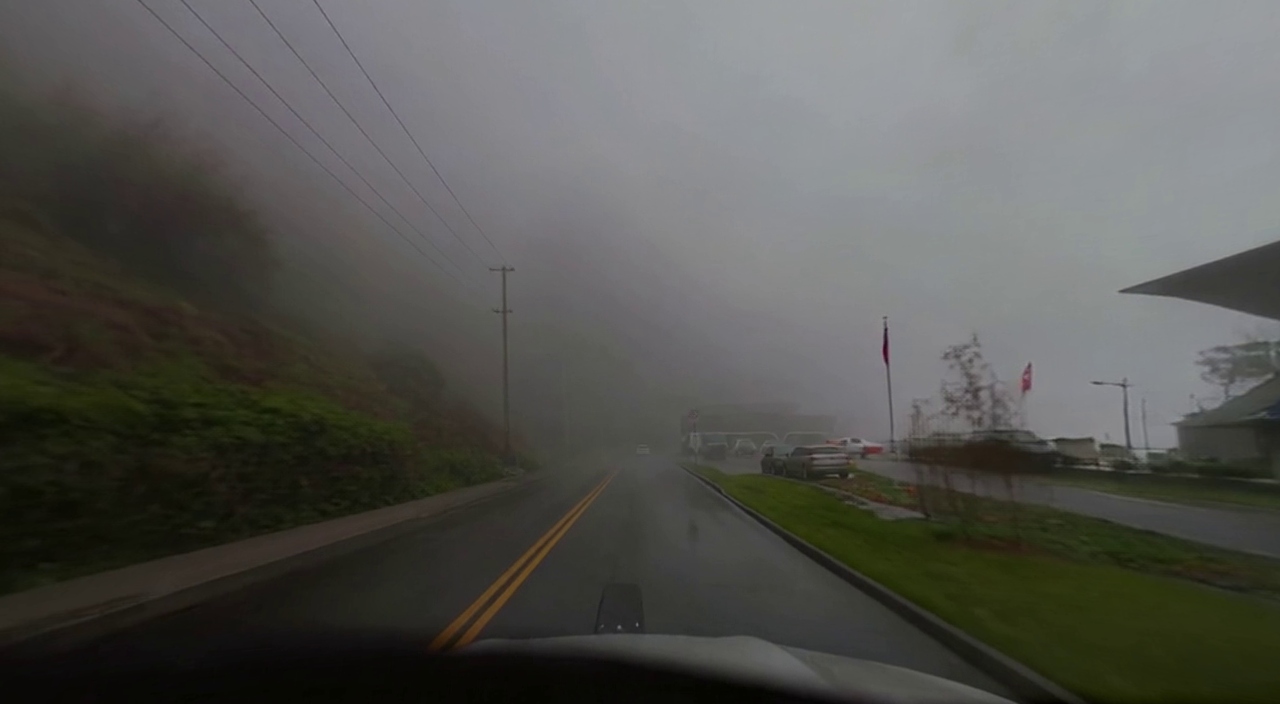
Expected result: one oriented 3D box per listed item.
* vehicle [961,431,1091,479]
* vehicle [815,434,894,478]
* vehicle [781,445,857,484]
[{"bbox_3d":[14.695,3.968,24.301,1.947,1.657,4.314,0,-9,-6],"label":"vehicle"},{"bbox_3d":[10.154,4.974,30.213,2.113,1.945,4.546,0,-9,-1],"label":"vehicle"},{"bbox_3d":[7.476,4.732,26.743,1.909,1.496,4.079,0,-9,-2],"label":"vehicle"}]
